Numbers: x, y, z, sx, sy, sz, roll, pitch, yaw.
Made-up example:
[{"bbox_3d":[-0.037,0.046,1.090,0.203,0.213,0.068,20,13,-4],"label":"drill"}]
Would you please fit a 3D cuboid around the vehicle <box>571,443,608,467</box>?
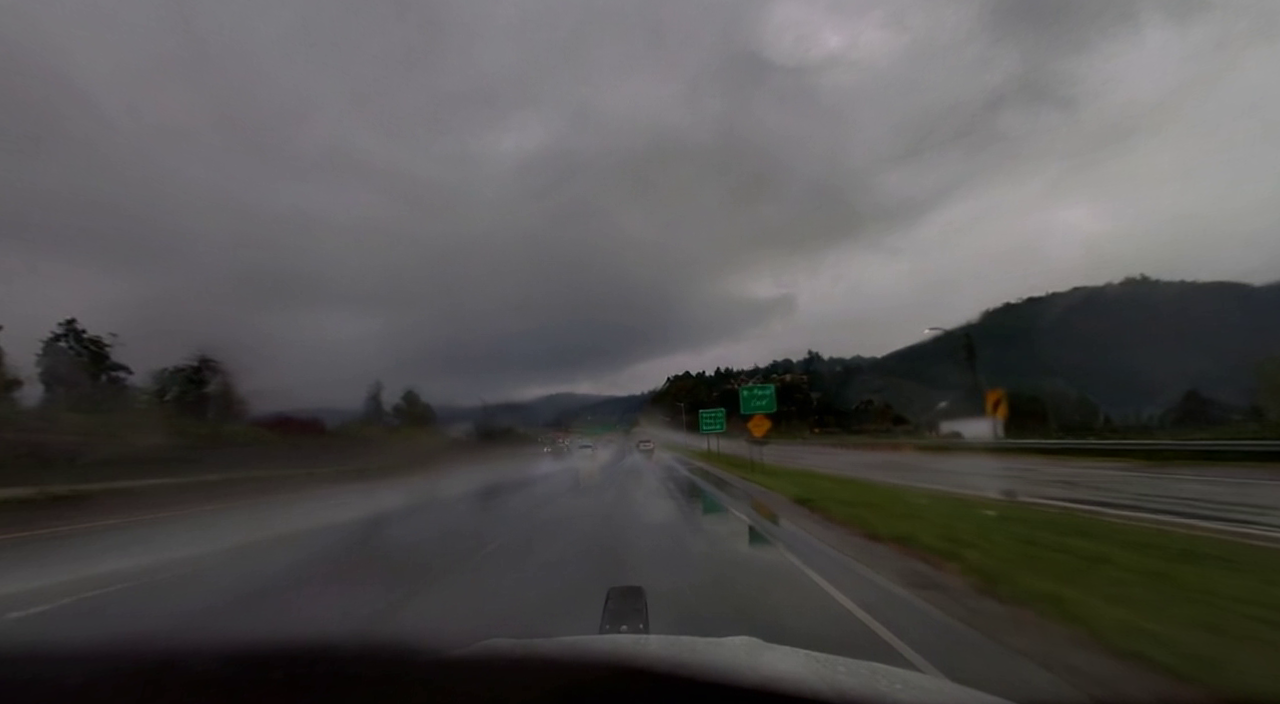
[{"bbox_3d":[-3.326,6.881,42.197,2.112,1.489,4.266,-1,-8,0],"label":"vehicle"}]
